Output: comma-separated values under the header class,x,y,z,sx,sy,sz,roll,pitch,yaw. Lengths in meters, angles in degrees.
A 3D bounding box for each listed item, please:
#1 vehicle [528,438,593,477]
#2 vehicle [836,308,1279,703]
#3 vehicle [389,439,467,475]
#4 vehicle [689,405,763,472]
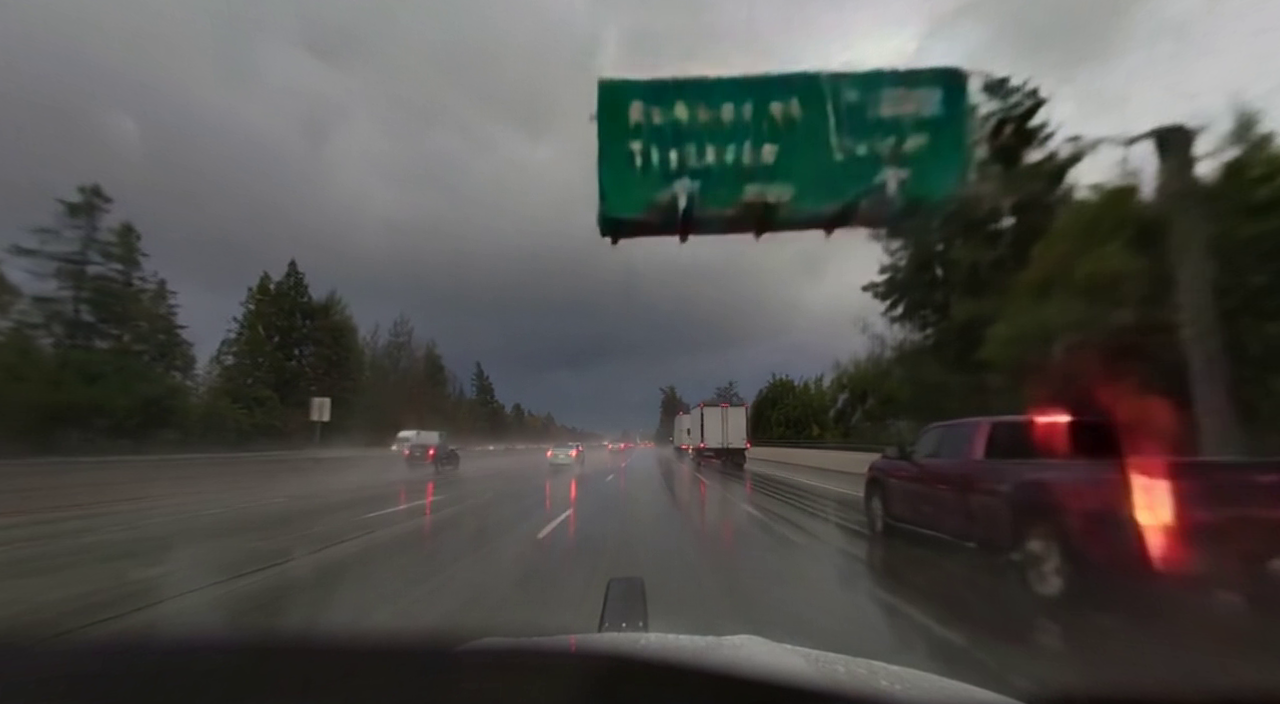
class,x,y,z,sx,sy,sz,roll,pitch,yaw
vehicle,-3.184,4.336,26.135,1.981,1.473,4.317,0,-8,2
vehicle,4.182,1.223,6.186,2.355,1.930,6.633,0,-8,0
vehicle,-9.446,4.709,28.469,1.899,1.465,4.589,0,-8,0
vehicle,4.215,4.482,32.513,2.732,3.052,7.118,0,-8,-1
